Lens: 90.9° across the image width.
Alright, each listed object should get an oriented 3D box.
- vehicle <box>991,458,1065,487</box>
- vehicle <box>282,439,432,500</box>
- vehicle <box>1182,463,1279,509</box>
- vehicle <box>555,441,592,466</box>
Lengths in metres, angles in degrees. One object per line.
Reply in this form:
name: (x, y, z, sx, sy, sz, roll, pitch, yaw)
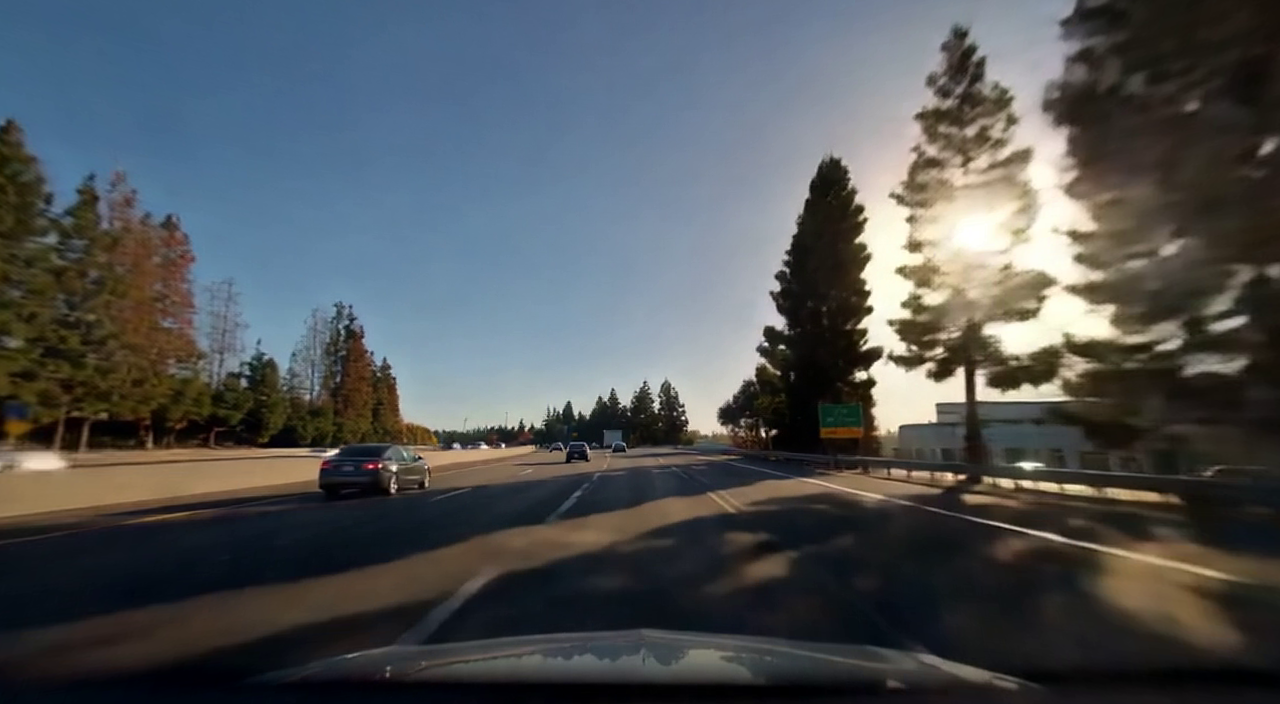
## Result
vehicle: (22.172, 6.883, 36.246, 2.005, 1.478, 4.056, -1, -8, 6)
vehicle: (-7.698, 3.215, 17.797, 2.038, 1.463, 4.656, 0, -8, 1)
vehicle: (23.637, 5.067, 24.254, 1.950, 1.462, 4.391, -1, -8, 6)
vehicle: (-4.112, 6.323, 39.494, 1.936, 1.465, 4.060, 0, -8, -1)
